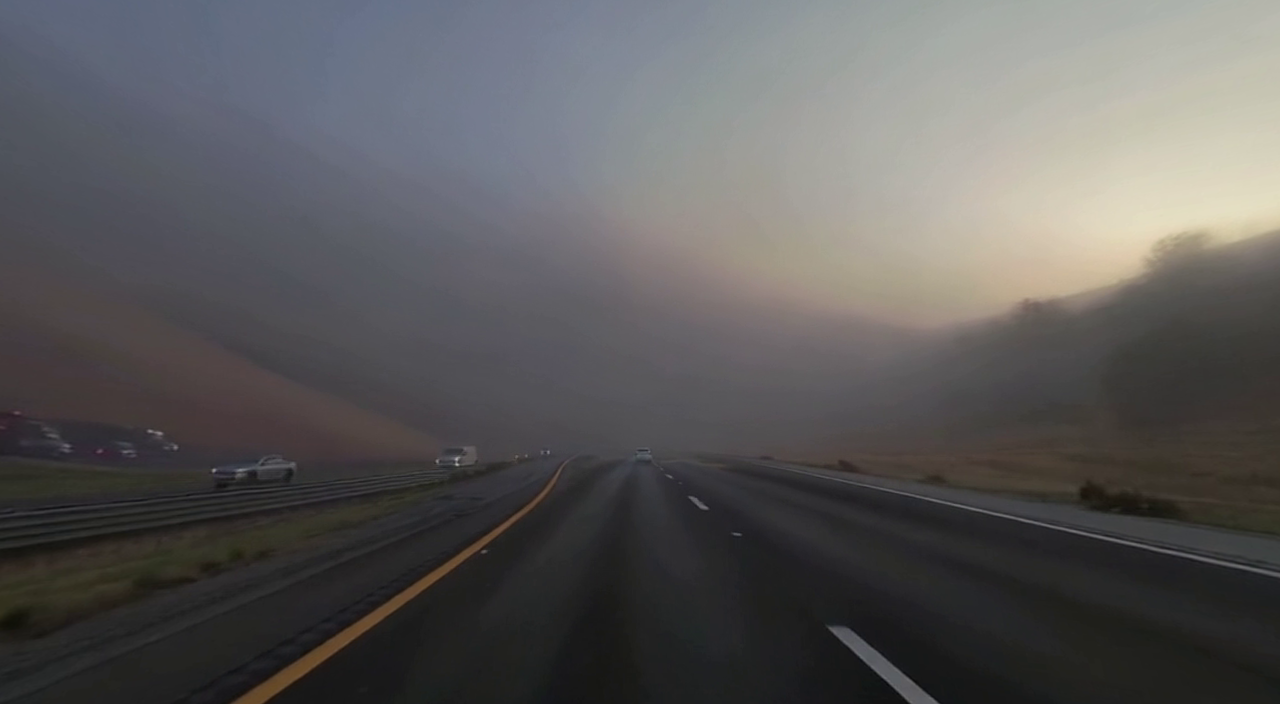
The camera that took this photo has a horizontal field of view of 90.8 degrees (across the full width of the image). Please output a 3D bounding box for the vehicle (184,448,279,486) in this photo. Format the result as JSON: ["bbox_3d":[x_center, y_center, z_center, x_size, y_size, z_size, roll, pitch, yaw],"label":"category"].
[{"bbox_3d":[-21.142,5.936,32.961,1.946,1.778,4.485,0,-9,0],"label":"vehicle"}]
